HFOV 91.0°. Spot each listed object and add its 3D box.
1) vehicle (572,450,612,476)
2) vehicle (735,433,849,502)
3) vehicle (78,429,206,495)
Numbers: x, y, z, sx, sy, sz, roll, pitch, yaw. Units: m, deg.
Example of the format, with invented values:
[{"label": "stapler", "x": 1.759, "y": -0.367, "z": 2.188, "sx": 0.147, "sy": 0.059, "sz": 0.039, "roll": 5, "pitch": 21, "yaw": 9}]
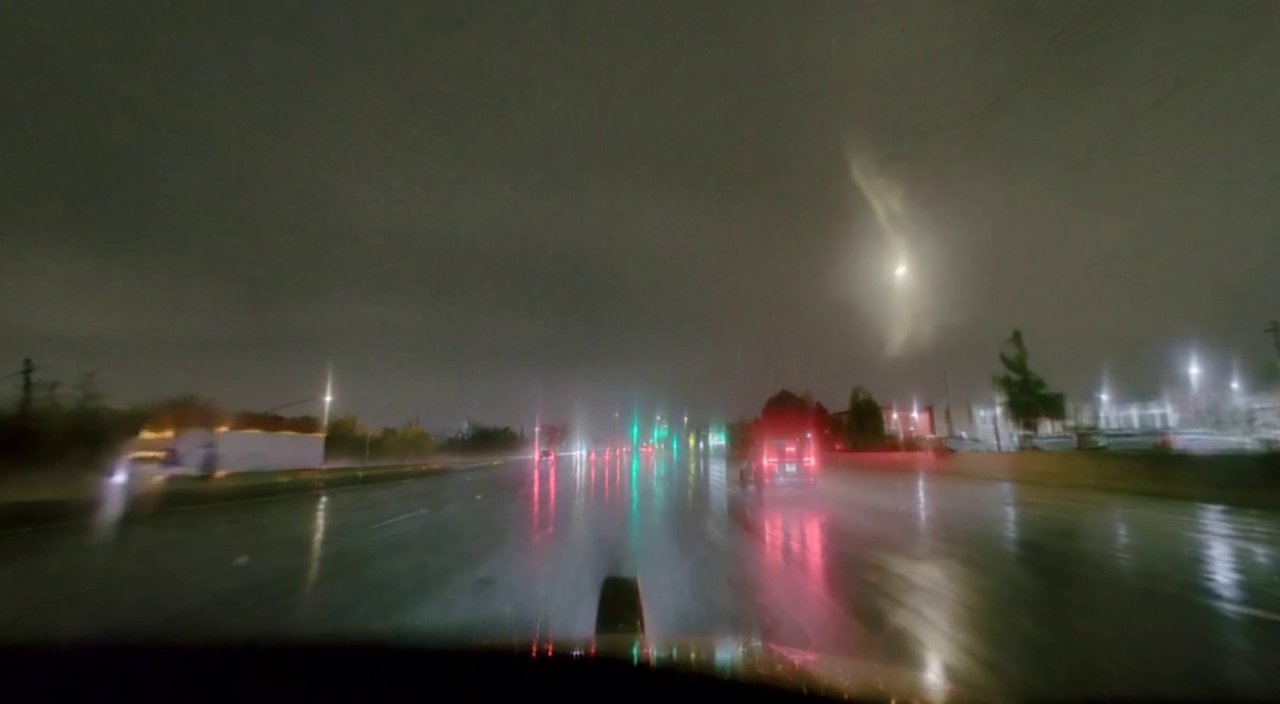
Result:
[{"label": "vehicle", "x": -2.896, "y": 6.847, "z": 39.068, "sx": 2.139, "sy": 1.510, "sz": 4.506, "roll": 0, "pitch": -9, "yaw": 0}, {"label": "vehicle", "x": 4.277, "y": 3.352, "z": 18.653, "sx": 2.109, "sy": 1.764, "sz": 4.704, "roll": 0, "pitch": -9, "yaw": -1}, {"label": "vehicle", "x": -31.683, "y": 7.005, "z": 40.494, "sx": 3.021, "sy": 3.822, "sz": 6.050, "roll": -1, "pitch": -9, "yaw": 1}]
